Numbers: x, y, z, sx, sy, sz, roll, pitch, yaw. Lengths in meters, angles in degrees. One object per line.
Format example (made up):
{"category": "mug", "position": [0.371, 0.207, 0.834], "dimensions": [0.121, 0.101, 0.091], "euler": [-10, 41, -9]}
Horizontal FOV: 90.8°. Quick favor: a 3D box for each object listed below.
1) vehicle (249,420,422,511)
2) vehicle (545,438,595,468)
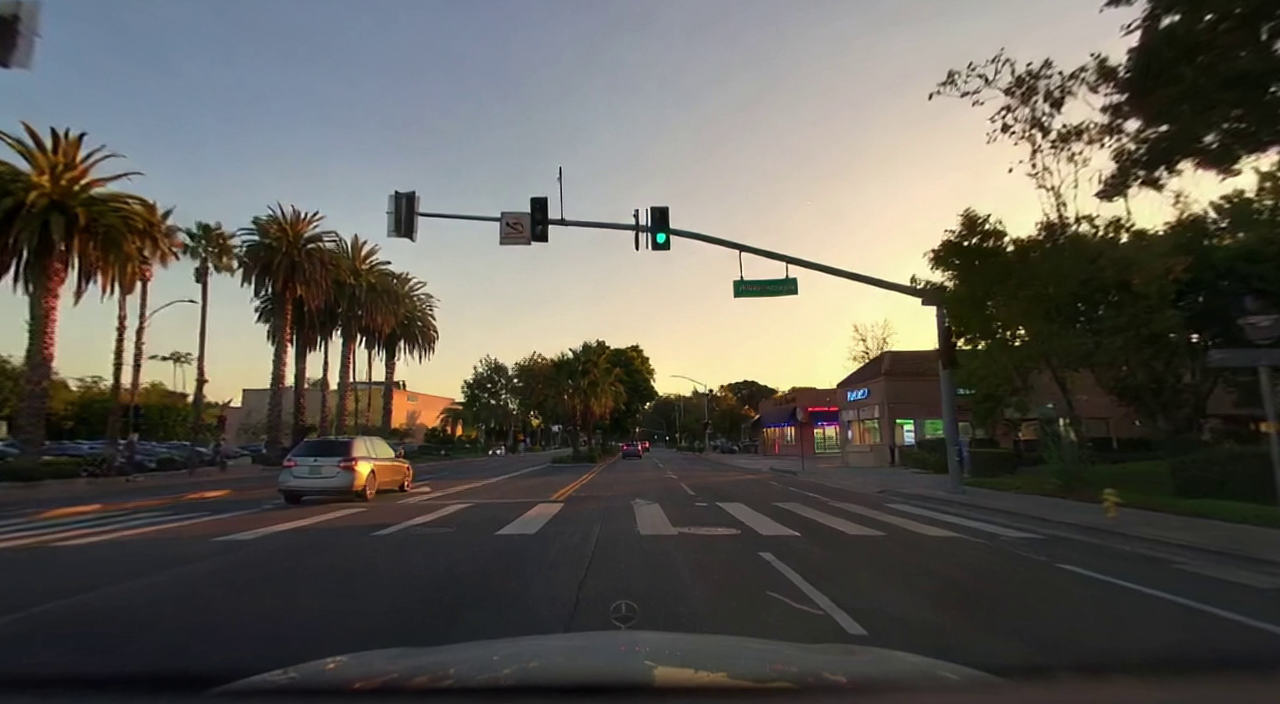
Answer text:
{"category": "vehicle", "position": [-6.649, 2.531, 14.464], "dimensions": [2.022, 1.746, 4.406], "euler": [1, -9, -5]}
{"category": "vehicle", "position": [-3.602, 5.313, 33.282], "dimensions": [2.181, 1.483, 4.123], "euler": [0, -9, -1]}
